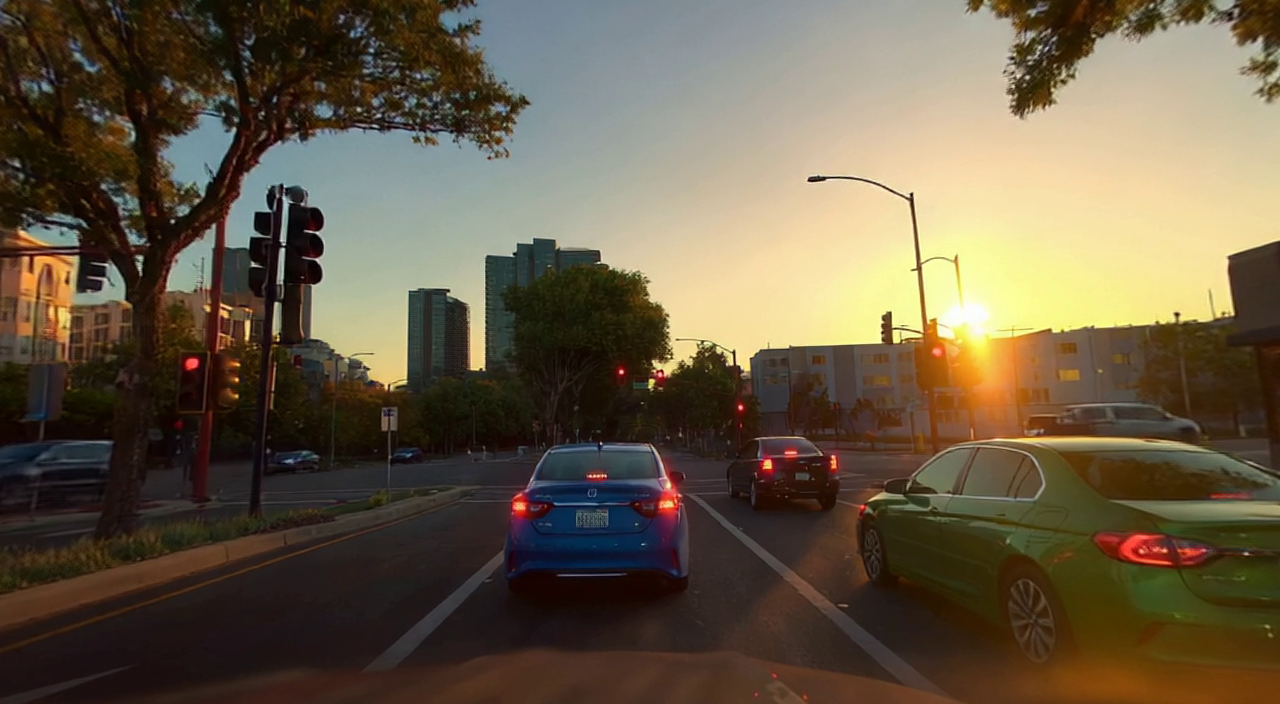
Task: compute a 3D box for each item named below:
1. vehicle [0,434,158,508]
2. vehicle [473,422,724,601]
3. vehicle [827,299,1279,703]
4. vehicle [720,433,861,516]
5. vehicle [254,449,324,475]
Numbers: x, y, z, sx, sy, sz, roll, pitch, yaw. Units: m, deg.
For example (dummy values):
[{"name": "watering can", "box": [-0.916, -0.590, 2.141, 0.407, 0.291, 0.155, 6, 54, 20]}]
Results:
[{"name": "vehicle", "box": [-17.940, 3.476, 18.943, 2.308, 1.903, 5.813, 0, -8, 0]}, {"name": "vehicle", "box": [-0.375, 1.655, 7.409, 2.143, 1.520, 3.848, 0, -8, -1]}, {"name": "vehicle", "box": [3.578, 1.108, 5.058, 2.572, 1.945, 5.065, 0, -8, 0]}, {"name": "vehicle", "box": [3.152, 2.666, 14.306, 2.026, 1.549, 4.559, 0, -8, -1]}, {"name": "vehicle", "box": [-22.019, 6.877, 39.856, 1.863, 1.496, 4.389, 0, -8, 1]}]
